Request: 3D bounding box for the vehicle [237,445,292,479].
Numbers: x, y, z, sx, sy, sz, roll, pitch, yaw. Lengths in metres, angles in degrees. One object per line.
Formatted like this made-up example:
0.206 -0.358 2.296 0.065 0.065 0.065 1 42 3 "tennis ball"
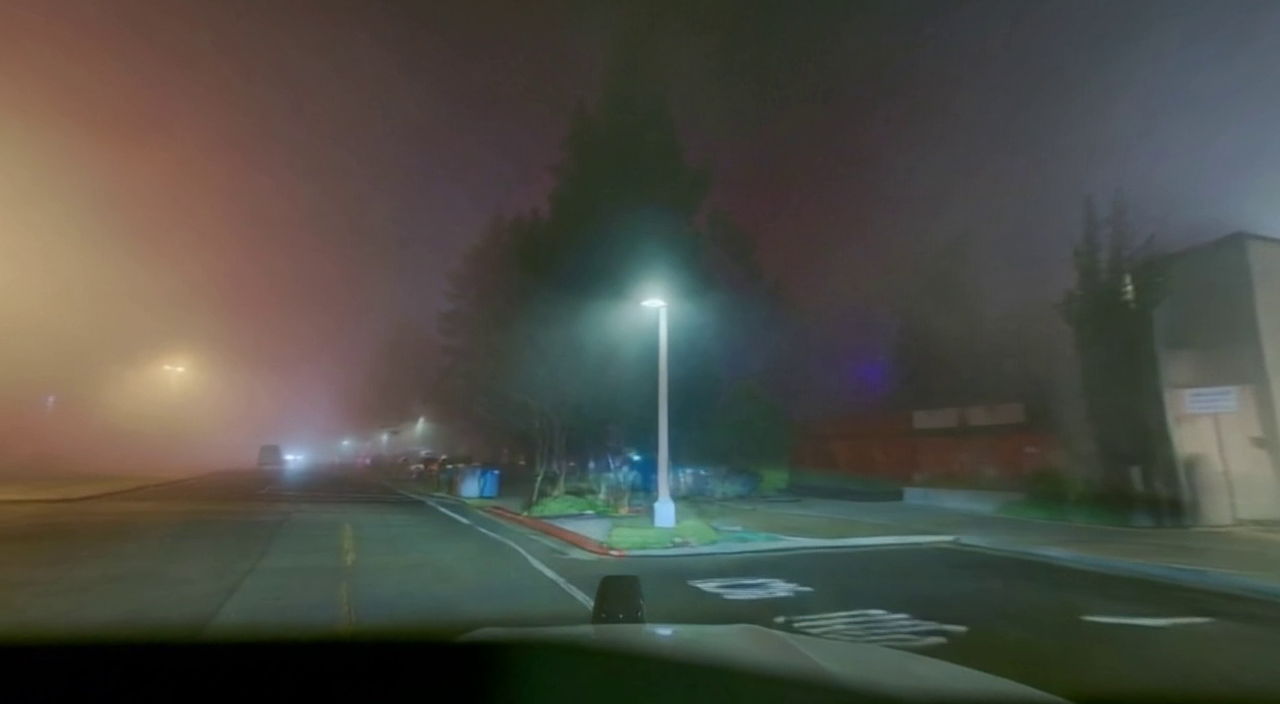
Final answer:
-21.748 6.357 36.765 2.180 1.806 4.541 4 -9 -24 "vehicle"
